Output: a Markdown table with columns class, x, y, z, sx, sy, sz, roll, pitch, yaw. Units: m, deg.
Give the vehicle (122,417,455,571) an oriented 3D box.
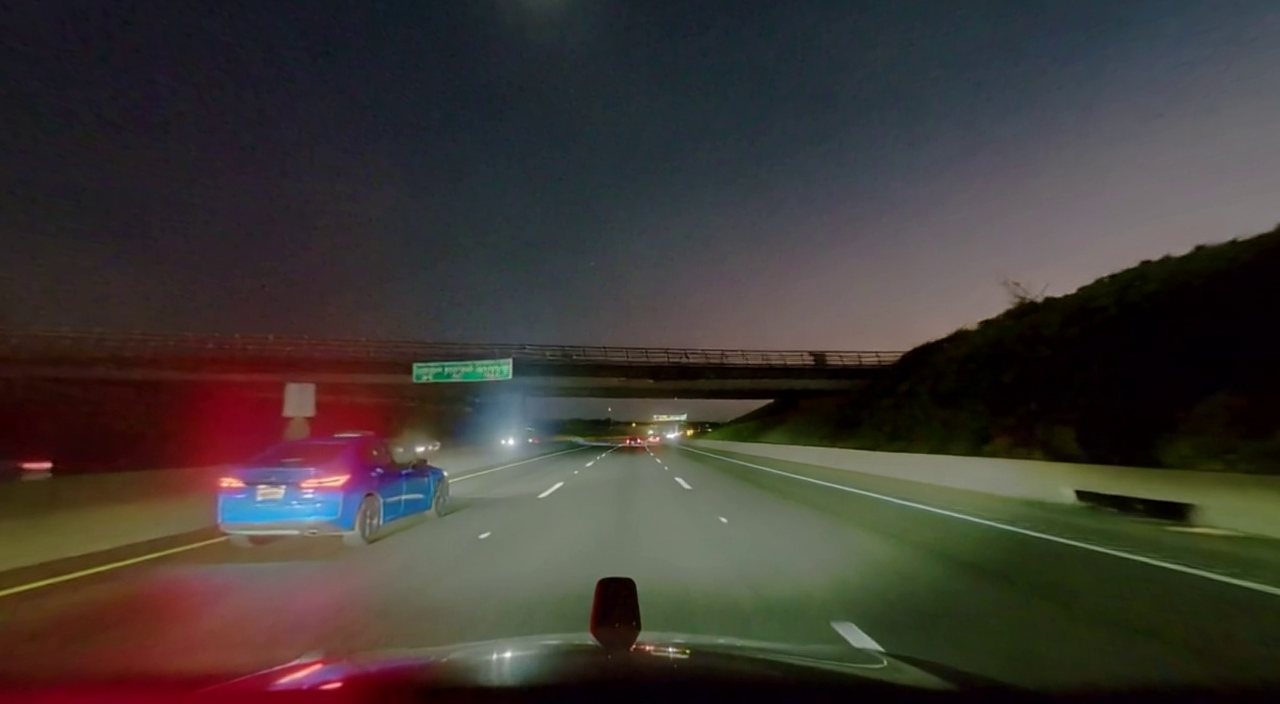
| class | x | y | z | sx | sy | sz | roll | pitch | yaw |
| --- | --- | --- | --- | --- | --- | --- | --- | --- | --- |
| vehicle | -4.009 | 1.649 | 8.195 | 1.981 | 1.475 | 4.084 | 0 | -8 | 0 |
